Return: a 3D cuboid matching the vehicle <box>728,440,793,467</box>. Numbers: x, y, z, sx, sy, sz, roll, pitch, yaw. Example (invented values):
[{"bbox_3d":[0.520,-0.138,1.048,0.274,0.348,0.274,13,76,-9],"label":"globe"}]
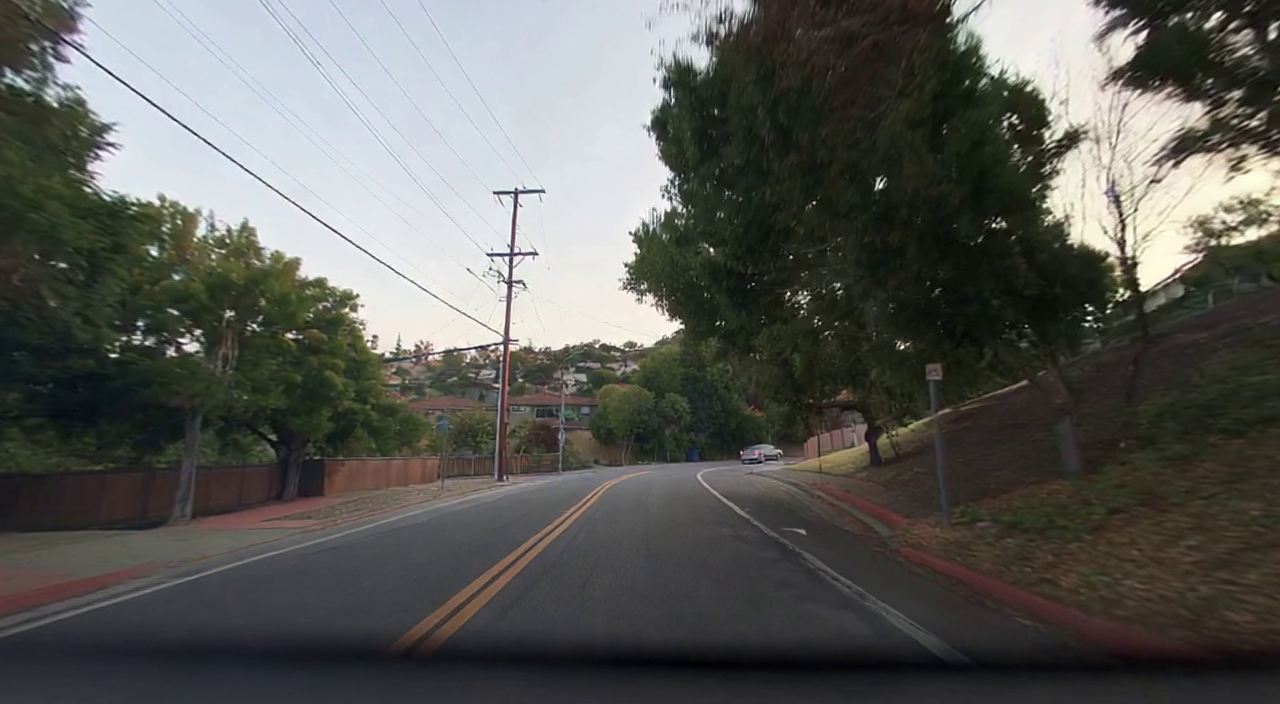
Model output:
[{"bbox_3d":[8.218,6.863,42.820,2.176,1.732,4.810,-7,-11,41],"label":"vehicle"}]
